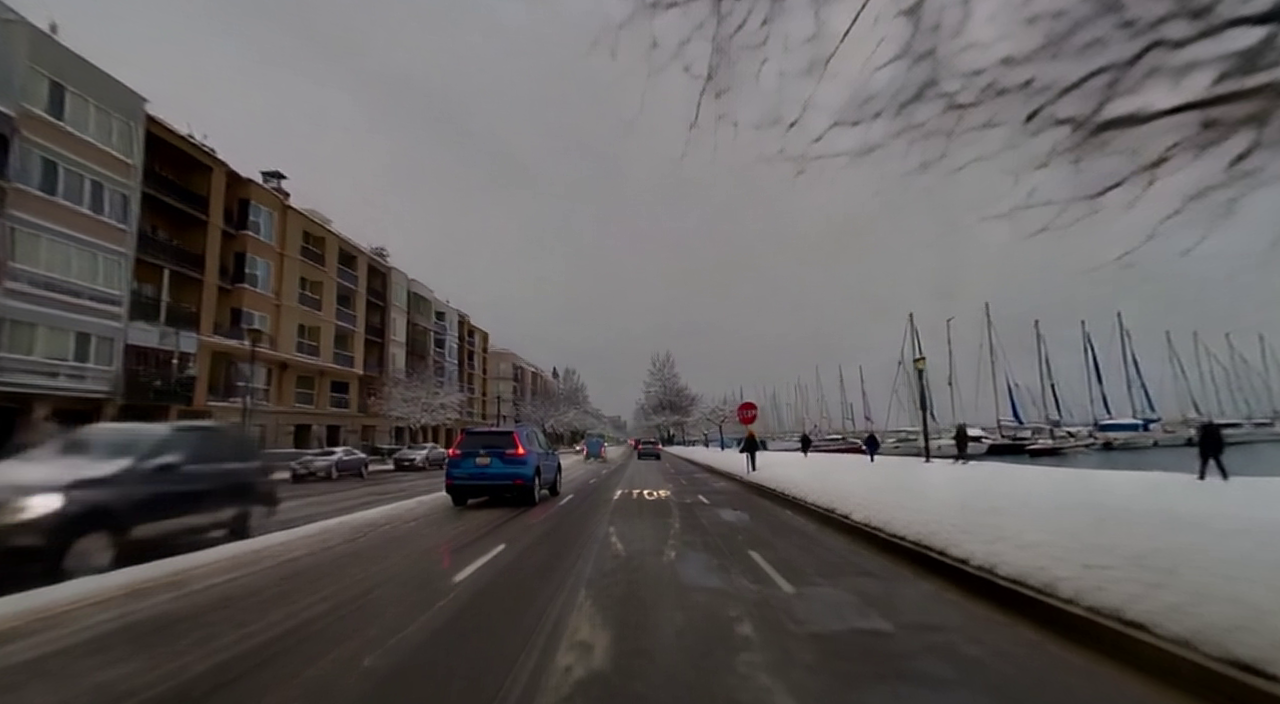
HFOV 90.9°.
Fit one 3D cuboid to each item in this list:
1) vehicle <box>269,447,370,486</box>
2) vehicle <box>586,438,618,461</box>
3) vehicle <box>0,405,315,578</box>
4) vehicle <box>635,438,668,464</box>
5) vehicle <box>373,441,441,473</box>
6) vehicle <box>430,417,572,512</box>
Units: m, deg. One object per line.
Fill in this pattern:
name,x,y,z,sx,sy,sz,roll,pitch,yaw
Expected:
vehicle,-13.472,4.790,26.844,1.871,1.463,4.555,0,-8,1
vehicle,-2.844,7.369,47.797,2.056,1.680,4.205,0,-8,2
vehicle,-6.660,1.736,8.678,1.987,1.751,4.308,0,-8,1
vehicle,0.767,6.543,41.753,2.057,1.624,3.726,0,-8,1
vehicle,-13.337,6.015,36.415,2.117,1.703,4.373,0,-8,2
vehicle,-2.923,2.497,14.531,2.082,1.817,4.724,0,-8,1
